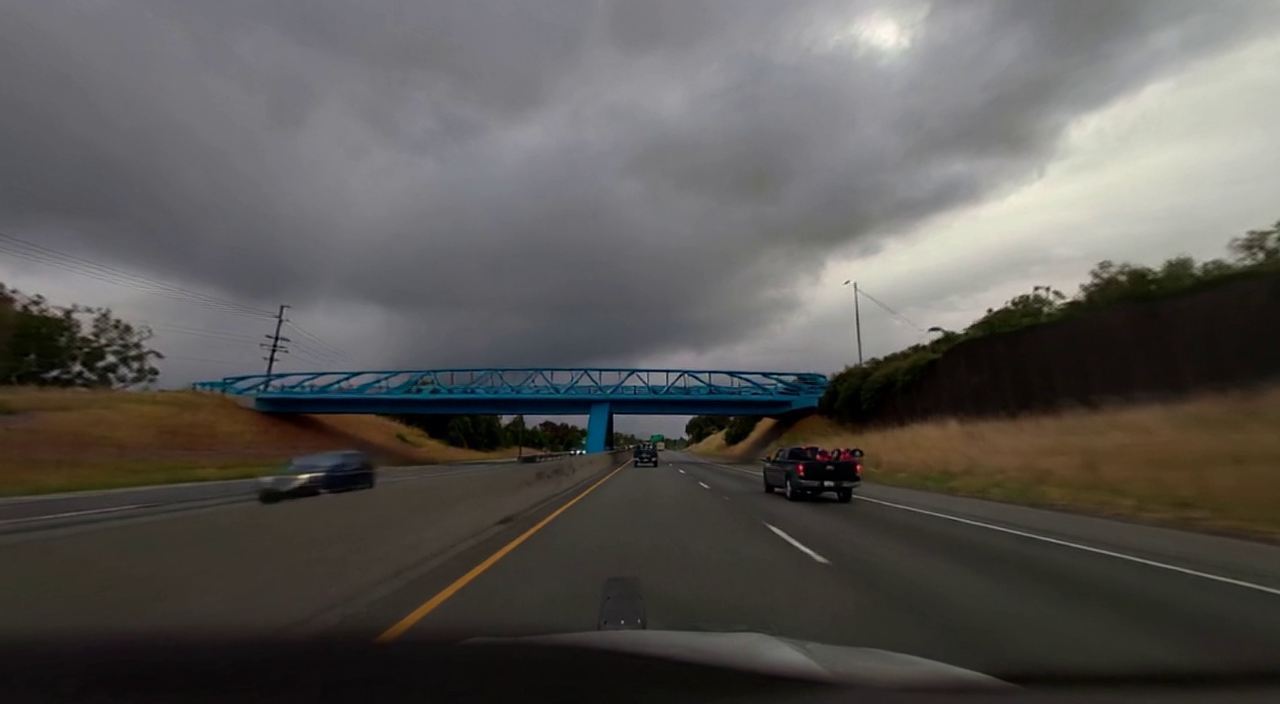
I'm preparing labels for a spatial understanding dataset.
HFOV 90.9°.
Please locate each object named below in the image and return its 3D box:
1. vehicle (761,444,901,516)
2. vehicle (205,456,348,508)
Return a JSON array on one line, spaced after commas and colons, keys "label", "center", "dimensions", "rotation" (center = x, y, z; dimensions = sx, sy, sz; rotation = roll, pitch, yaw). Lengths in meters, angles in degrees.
[{"label": "vehicle", "center": [4.564, 3.121, 15.984], "dimensions": [1.988, 1.505, 4.958], "rotation": [0, -9, 0]}, {"label": "vehicle", "center": [-12.110, 4.317, 21.447], "dimensions": [2.032, 1.520, 4.646], "rotation": [0, -9, 1]}]
